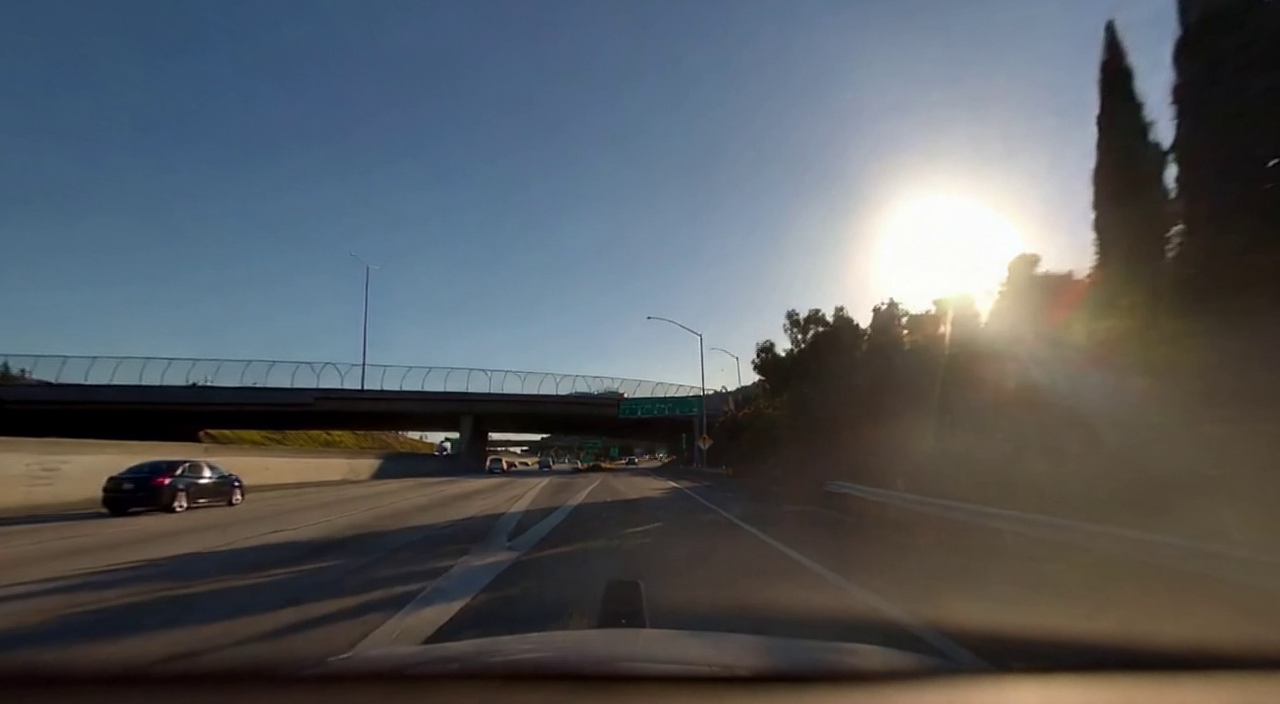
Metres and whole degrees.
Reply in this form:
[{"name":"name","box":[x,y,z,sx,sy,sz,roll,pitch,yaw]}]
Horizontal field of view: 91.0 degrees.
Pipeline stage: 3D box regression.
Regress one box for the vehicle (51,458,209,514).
[{"name":"vehicle","box":[-17.517,4.603,21.963,2.093,1.735,4.285,1,-10,-5]}]
